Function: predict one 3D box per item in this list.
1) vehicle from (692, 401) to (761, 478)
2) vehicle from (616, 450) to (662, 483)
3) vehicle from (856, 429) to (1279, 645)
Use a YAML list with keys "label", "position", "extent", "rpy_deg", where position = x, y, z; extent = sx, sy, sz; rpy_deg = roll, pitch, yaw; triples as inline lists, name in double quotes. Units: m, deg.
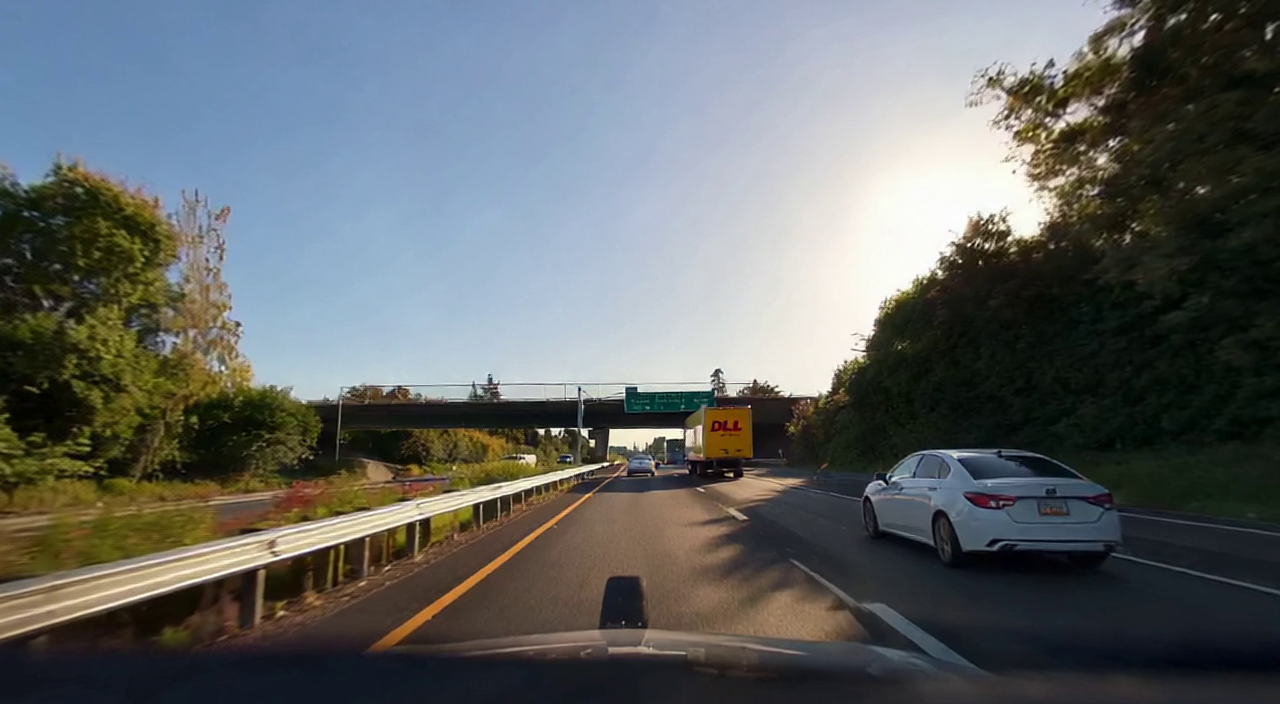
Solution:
- label: "vehicle"
  position: [4.892, 5.227, 37.282]
  extent: [2.838, 3.985, 8.010]
  rpy_deg: [0, -9, 0]
- label: "vehicle"
  position: [-0.046, 5.402, 29.942]
  extent: [2.055, 1.445, 3.661]
  rpy_deg: [0, -9, 0]
- label: "vehicle"
  position: [3.909, 1.596, 6.467]
  extent: [1.894, 1.452, 4.164]
  rpy_deg: [0, -9, 0]
